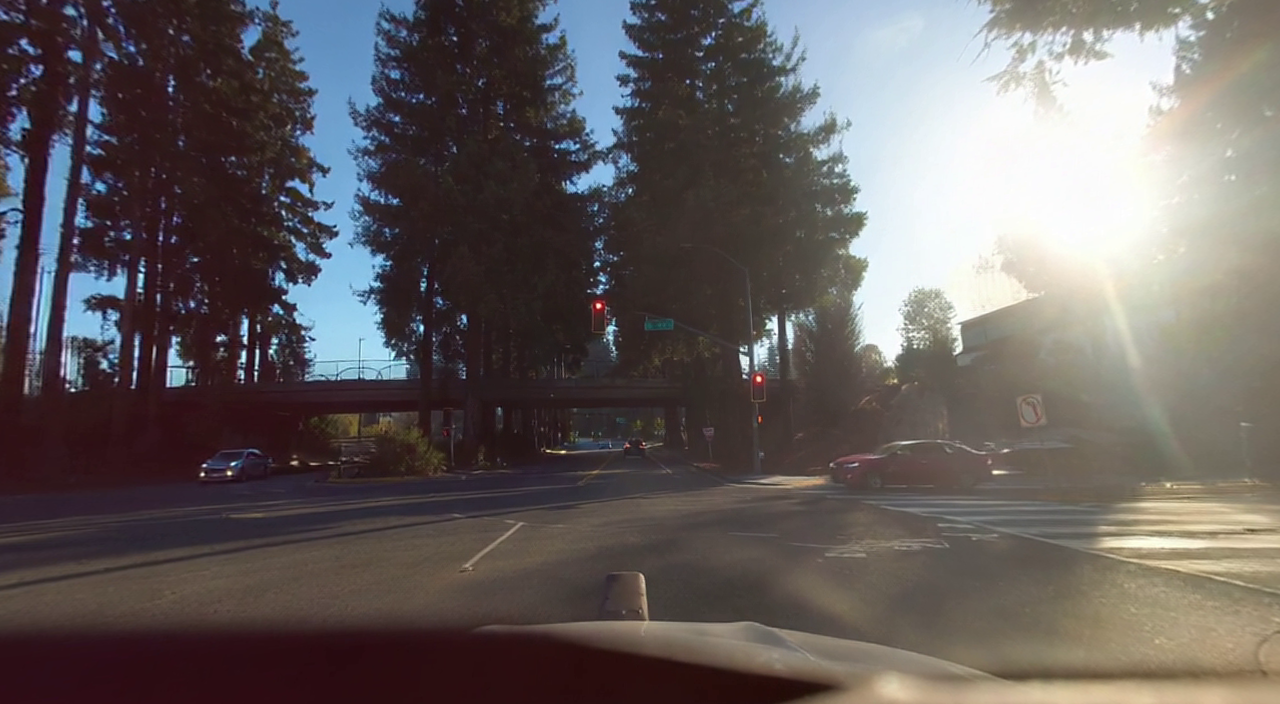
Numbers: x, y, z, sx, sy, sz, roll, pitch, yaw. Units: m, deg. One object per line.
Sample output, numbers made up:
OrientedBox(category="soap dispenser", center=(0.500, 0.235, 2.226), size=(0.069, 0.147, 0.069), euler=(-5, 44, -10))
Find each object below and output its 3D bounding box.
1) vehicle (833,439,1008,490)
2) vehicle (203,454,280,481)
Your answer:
OrientedBox(category="vehicle", center=(8.686, 3.466, 19.764), size=(4.691, 1.466, 1.800), euler=(1, -9, -8))
OrientedBox(category="vehicle", center=(-23.922, 6.909, 38.112), size=(1.834, 1.482, 4.310), euler=(0, -8, 0))
